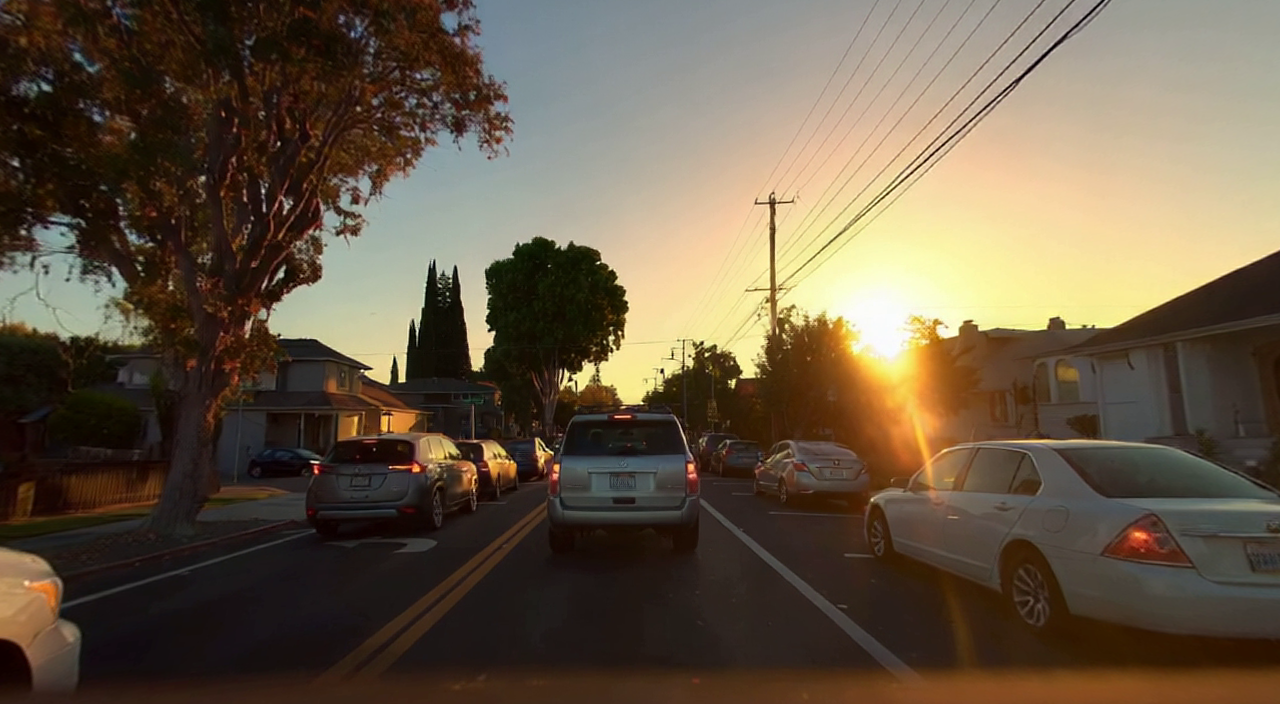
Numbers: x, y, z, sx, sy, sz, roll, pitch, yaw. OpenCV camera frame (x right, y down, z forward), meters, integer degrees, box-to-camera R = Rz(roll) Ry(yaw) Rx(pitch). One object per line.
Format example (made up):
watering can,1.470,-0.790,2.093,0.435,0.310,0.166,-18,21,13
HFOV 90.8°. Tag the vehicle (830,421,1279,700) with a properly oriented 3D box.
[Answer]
vehicle,3.473,1.462,5.770,1.977,1.480,4.589,0,-8,-1

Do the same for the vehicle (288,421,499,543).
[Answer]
vehicle,-3.722,2.026,10.518,1.864,1.576,4.324,0,-8,-2

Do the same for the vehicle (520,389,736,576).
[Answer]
vehicle,-0.207,1.622,8.569,2.164,1.867,4.254,0,-8,-2

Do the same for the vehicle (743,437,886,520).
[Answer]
vehicle,3.477,2.572,13.412,1.880,1.476,3.932,0,-8,0
